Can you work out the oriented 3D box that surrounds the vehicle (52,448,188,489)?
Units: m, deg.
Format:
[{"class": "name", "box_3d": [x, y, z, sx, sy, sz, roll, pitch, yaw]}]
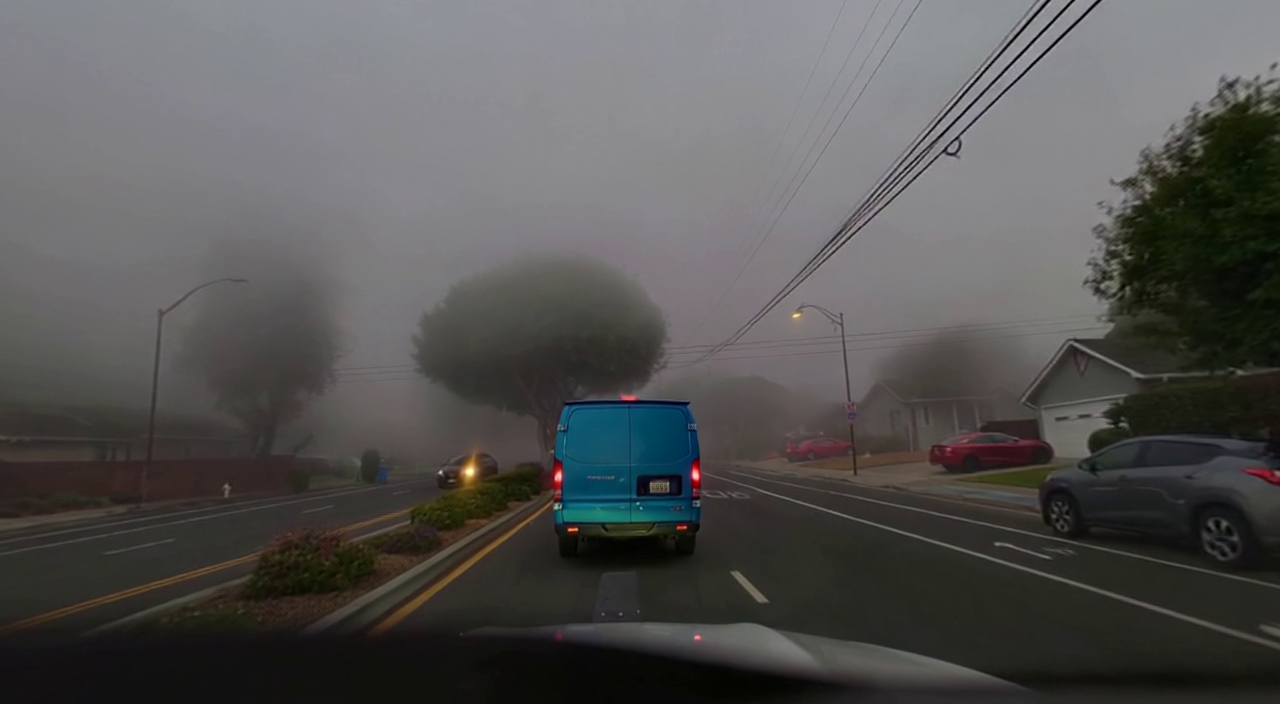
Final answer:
[{"class": "vehicle", "box_3d": [-26.900, 6.021, 32.833, 5.026, 2.017, 2.215, 0, -9, -1]}]

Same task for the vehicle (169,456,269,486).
[{"class": "vehicle", "box_3d": [-27.404, 7.736, 41.214, 4.972, 1.776, 2.057, 0, -9, -1]}]

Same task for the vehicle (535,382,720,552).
[{"class": "vehicle", "box_3d": [-0.309, 1.824, 10.539, 2.342, 2.142, 4.809, 0, -9, -4]}]

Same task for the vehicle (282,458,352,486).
[{"class": "vehicle", "box_3d": [-18.449, 6.857, 36.280, 1.816, 1.445, 4.120, 0, -9, 0]}]

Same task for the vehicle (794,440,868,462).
[{"class": "vehicle", "box_3d": [13.090, 6.805, 43.448, 4.483, 1.463, 1.805, 0, -9, -1]}]

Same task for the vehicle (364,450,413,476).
[{"class": "vehicle", "box_3d": [-18.002, 7.922, 45.379, 1.841, 1.769, 4.105, 0, -9, 0]}]

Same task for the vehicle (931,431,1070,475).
[{"class": "vehicle", "box_3d": [13.128, 3.700, 23.199, 3.916, 1.517, 1.887, 0, -9, -1]}]

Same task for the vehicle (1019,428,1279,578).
[{"class": "vehicle", "box_3d": [7.348, 1.825, 8.352, 1.883, 1.504, 4.220, 0, -9, -3]}]

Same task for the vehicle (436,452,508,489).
[{"class": "vehicle", "box_3d": [-7.447, 5.301, 28.506, 1.962, 1.481, 4.434, 0, -9, 1]}]
